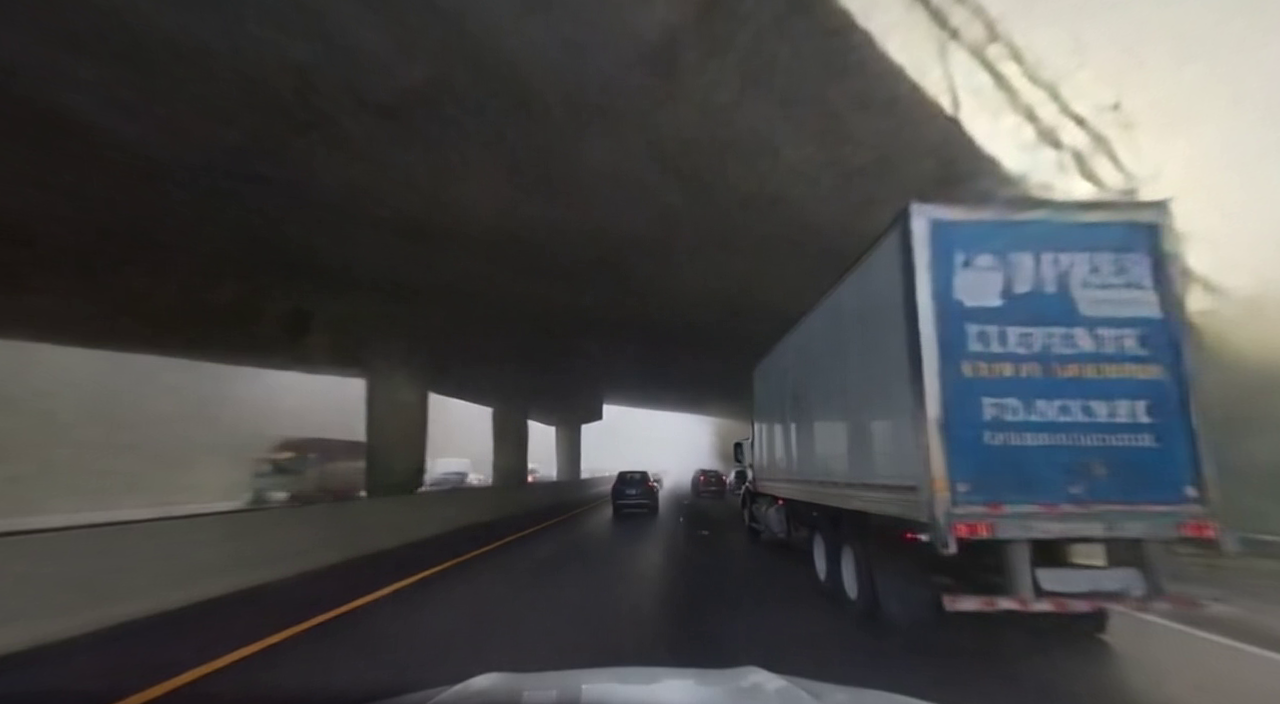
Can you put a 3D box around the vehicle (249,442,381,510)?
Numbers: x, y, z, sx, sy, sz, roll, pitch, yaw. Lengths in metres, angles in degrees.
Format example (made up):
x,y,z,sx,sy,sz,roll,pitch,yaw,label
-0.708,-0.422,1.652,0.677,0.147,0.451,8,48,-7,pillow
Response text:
x,y,z,sx,sy,sz,roll,pitch,yaw,label
-13.172,5.108,26.102,2.304,2.457,5.411,0,-10,2,vehicle

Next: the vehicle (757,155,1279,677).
x,y,z,sx,sy,sz,roll,pitch,yaw,label
4.043,1.186,9.287,2.980,3.834,9.423,1,-10,1,vehicle

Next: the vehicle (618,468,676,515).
x,y,z,sx,sy,sz,roll,pitch,yaw,label
0.323,5.597,25.629,2.124,1.653,4.857,1,-10,2,vehicle
